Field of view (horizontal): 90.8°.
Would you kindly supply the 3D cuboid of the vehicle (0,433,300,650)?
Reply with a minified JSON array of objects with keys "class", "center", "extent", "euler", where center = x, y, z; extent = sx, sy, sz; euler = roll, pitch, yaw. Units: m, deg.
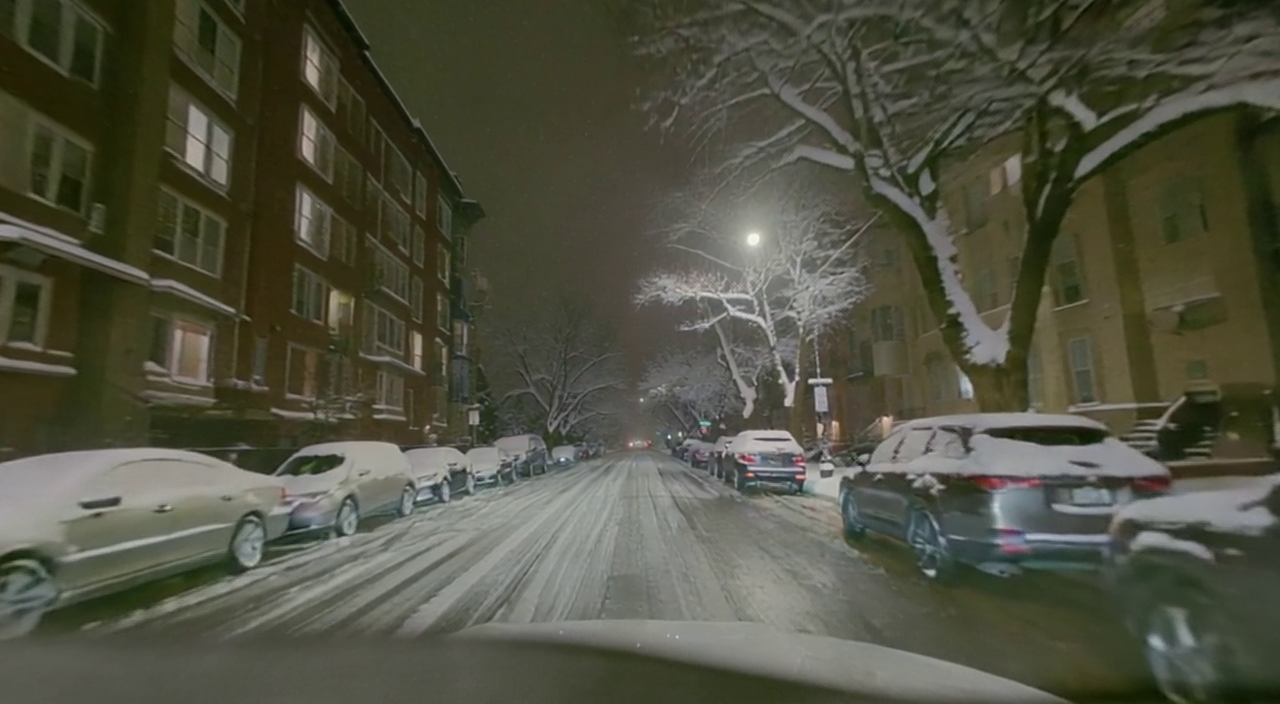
[{"class":"vehicle","center":[-5.206,1.490,5.651],"extent":[1.772,1.466,4.342],"euler":[0,-8,2]}]

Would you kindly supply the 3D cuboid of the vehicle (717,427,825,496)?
[{"class":"vehicle","center":[3.759,3.256,19.177],"extent":[2.082,1.809,4.998],"euler":[0,-8,-1]}]

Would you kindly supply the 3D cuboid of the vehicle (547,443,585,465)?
[{"class":"vehicle","center":[-5.089,7.113,44.159],"extent":[2.080,1.458,4.511],"euler":[0,-8,1]}]

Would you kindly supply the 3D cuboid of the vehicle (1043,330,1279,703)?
[{"class":"vehicle","center":[3.654,0.716,1.602],"extent":[2.093,1.801,4.788],"euler":[2,-8,0]}]
